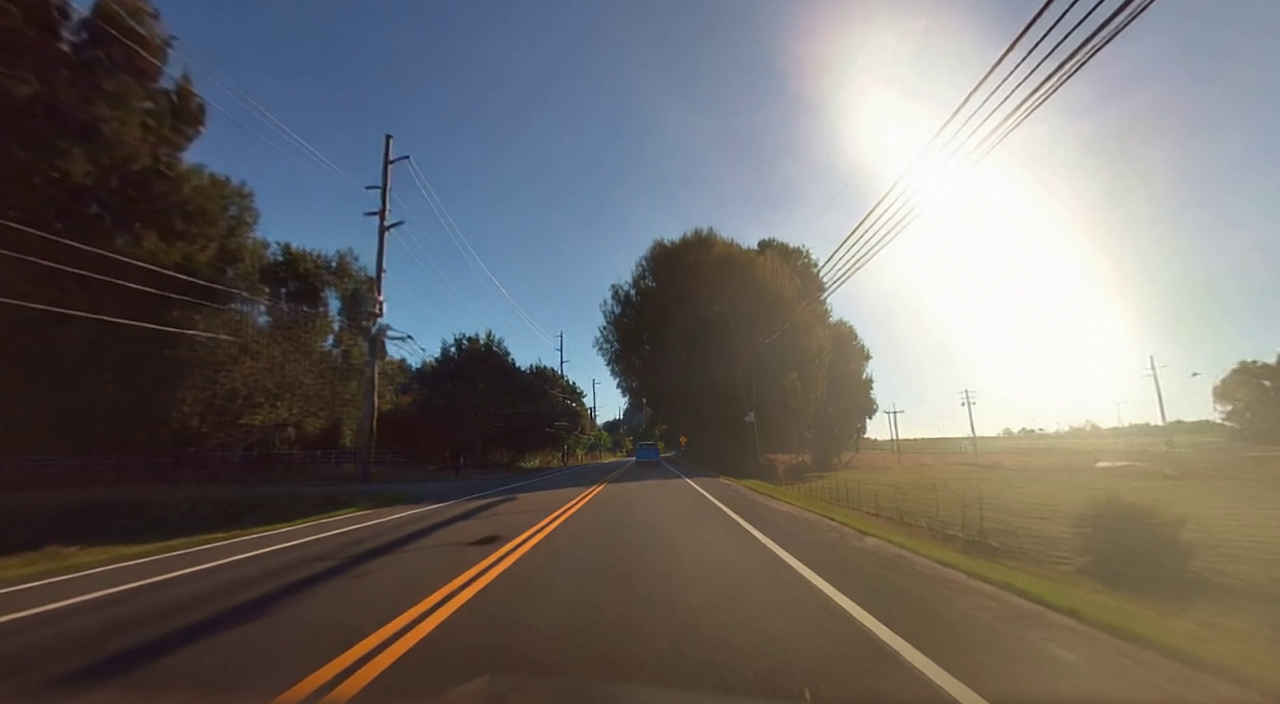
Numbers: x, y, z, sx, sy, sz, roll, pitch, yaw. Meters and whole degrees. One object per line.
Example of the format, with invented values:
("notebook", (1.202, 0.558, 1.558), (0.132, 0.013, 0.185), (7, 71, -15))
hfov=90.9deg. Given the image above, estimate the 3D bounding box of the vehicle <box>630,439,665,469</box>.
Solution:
("vehicle", (0.512, 7.579, 47.028), (2.468, 2.056, 4.422), (0, -8, 0))
